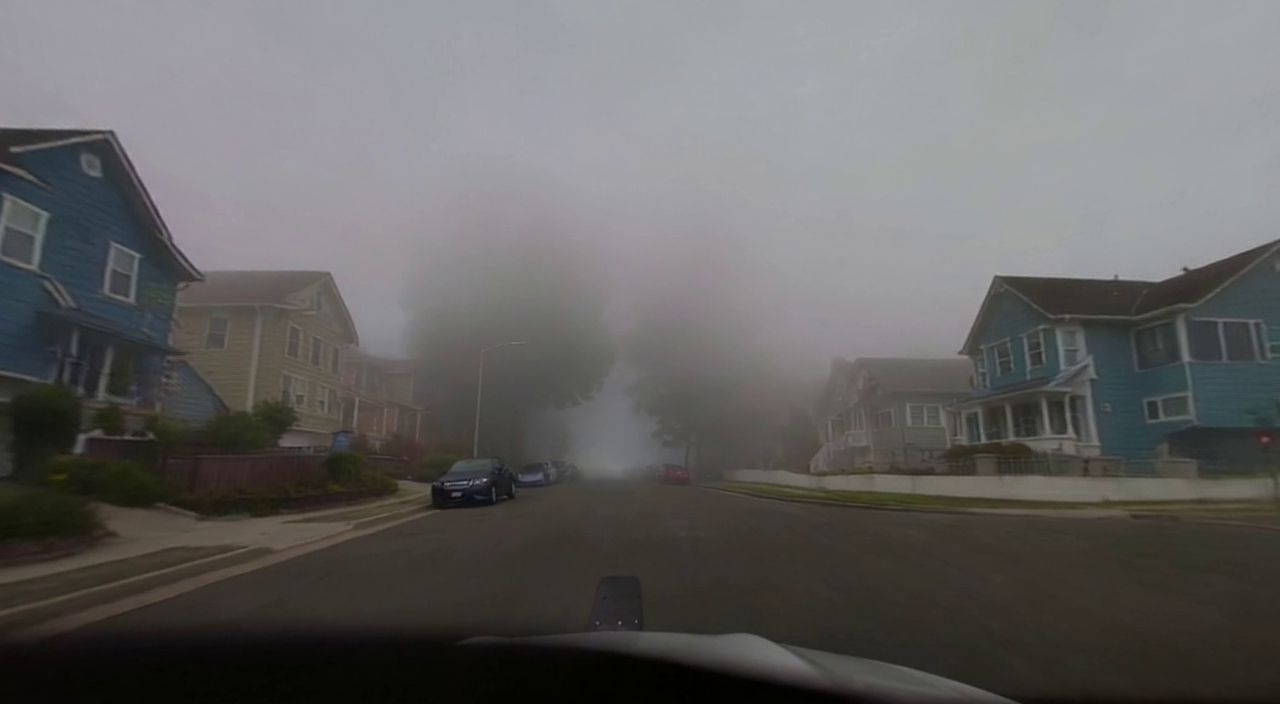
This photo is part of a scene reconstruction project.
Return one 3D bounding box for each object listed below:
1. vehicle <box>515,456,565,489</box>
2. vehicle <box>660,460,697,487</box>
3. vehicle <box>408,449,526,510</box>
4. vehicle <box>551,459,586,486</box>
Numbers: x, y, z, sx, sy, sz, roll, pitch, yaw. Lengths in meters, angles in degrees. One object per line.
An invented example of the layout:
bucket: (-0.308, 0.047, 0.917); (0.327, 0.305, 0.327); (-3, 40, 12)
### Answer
vehicle: (-5.103, 6.219, 32.763); (2.020, 1.470, 5.300); (0, -8, -3)
vehicle: (2.344, 7.540, 39.358); (1.888, 1.484, 4.476); (0, -9, -2)
vehicle: (-4.748, 3.579, 18.074); (2.080, 1.471, 4.638); (1, -10, -1)
vehicle: (-4.999, 8.474, 44.450); (2.089, 1.508, 4.537); (2, -7, -3)
